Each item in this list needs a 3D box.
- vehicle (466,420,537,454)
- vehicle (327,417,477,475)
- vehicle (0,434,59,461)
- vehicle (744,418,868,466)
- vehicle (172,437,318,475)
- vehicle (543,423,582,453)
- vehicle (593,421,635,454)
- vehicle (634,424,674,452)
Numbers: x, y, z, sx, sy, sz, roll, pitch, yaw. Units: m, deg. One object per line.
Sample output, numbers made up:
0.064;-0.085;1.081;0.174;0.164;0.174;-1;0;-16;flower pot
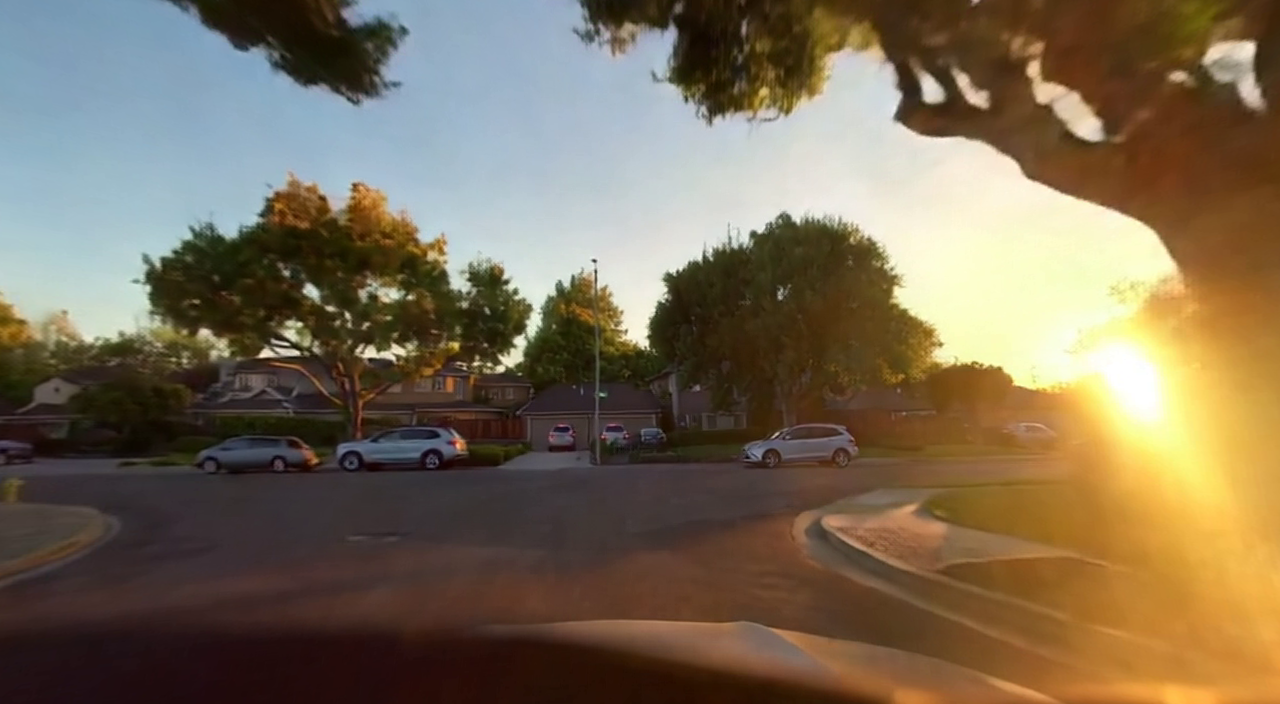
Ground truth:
-9.027;5.509;40.799;2.307;2.043;5.475;7;-11;-36;vehicle
-9.867;3.924;26.645;5.419;2.292;2.272;1;-7;-6;vehicle
-37.651;5.670;37.602;1.865;1.499;4.619;1;-8;-3;vehicle
7.296;4.036;28.189;4.919;1.969;2.104;2;-9;-3;vehicle
-16.002;4.243;25.835;4.650;1.480;1.782;1;-9;-6;vehicle
-5.306;5.811;42.585;2.391;1.894;5.075;2;-9;-9;vehicle
-1.747;5.493;40.575;2.278;1.969;5.533;1;-8;-7;vehicle
0.883;5.741;42.034;2.005;1.699;4.234;1;-9;-8;vehicle
